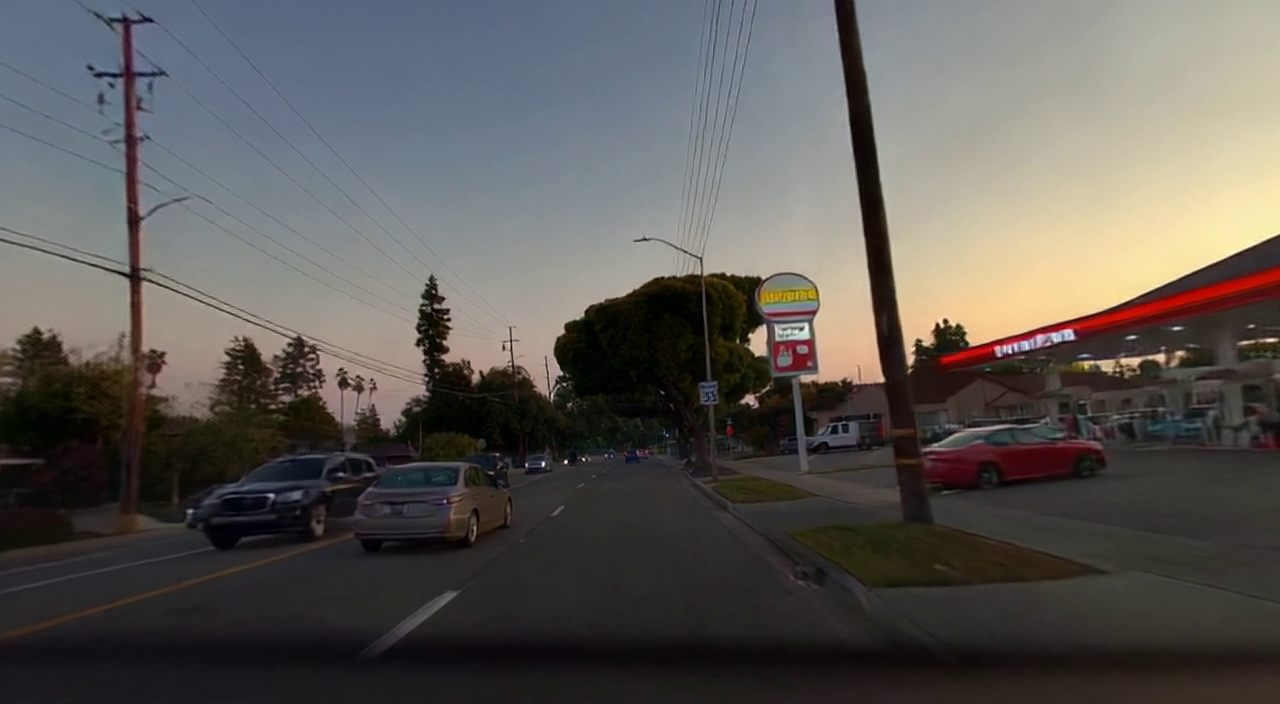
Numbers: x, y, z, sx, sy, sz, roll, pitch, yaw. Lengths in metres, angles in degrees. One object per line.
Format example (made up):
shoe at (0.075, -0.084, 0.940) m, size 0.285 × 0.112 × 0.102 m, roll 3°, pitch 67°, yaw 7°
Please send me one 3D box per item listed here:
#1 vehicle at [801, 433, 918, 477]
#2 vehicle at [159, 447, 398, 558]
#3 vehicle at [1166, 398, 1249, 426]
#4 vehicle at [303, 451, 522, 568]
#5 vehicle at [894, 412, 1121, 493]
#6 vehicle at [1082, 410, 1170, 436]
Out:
vehicle at (7.970, 3.700, 22.897) m, size 4.000 × 1.440 × 1.746 m, roll 5°, pitch -10°, yaw -30°
vehicle at (-6.778, 2.799, 12.697) m, size 1.877 × 1.742 × 4.919 m, roll 0°, pitch -8°, yaw 0°
vehicle at (42.034, 4.504, 46.944) m, size 1.910 × 1.756 × 4.428 m, roll -2°, pitch -9°, yaw 0°
vehicle at (-3.359, 2.384, 10.408) m, size 1.943 × 1.455 × 4.414 m, roll 0°, pitch -8°, yaw 0°
vehicle at (8.194, 2.210, 14.071) m, size 4.713 × 1.518 × 2.035 m, roll 4°, pitch -10°, yaw -27°
vehicle at (31.237, 4.599, 40.702) m, size 1.760 × 1.510 × 4.095 m, roll 7°, pitch -11°, yaw -41°
